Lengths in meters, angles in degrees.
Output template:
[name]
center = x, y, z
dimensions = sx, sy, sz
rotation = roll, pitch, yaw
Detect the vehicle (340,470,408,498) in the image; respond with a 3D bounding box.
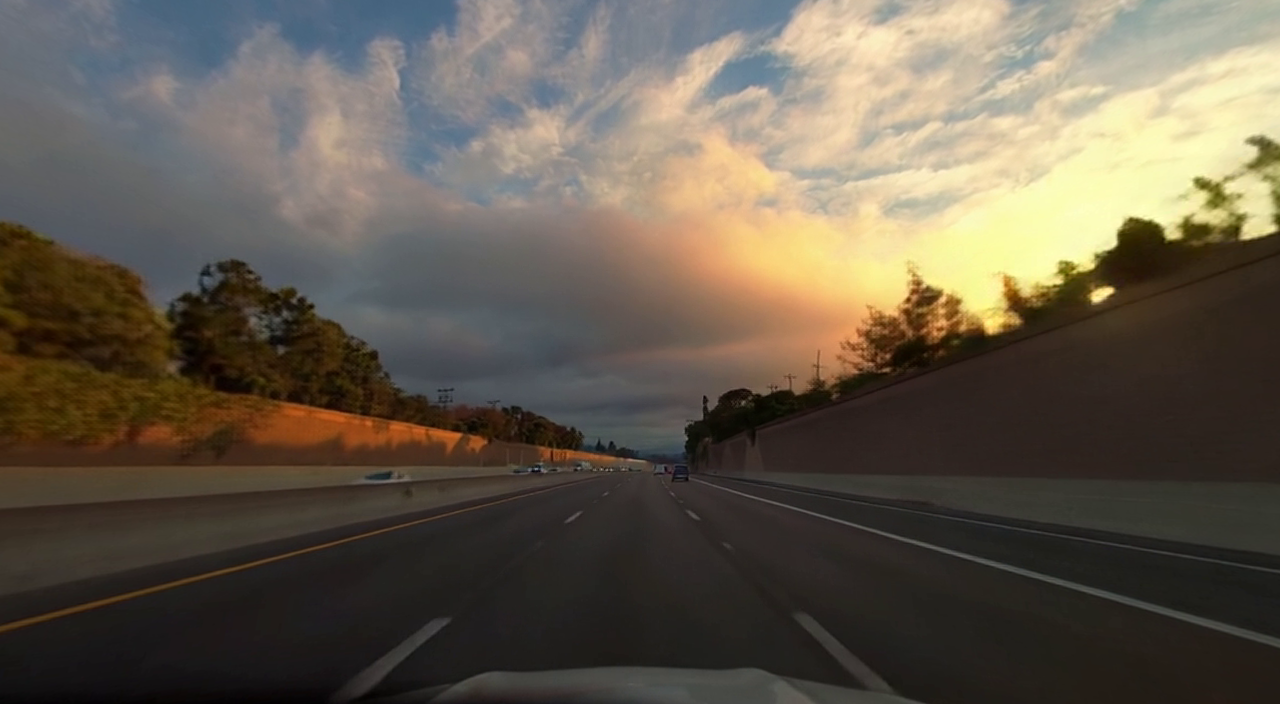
[vehicle]
center = -14.929, 7.426, 35.659
dimensions = 1.851, 1.454, 4.504
rotation = 1, -10, 0
